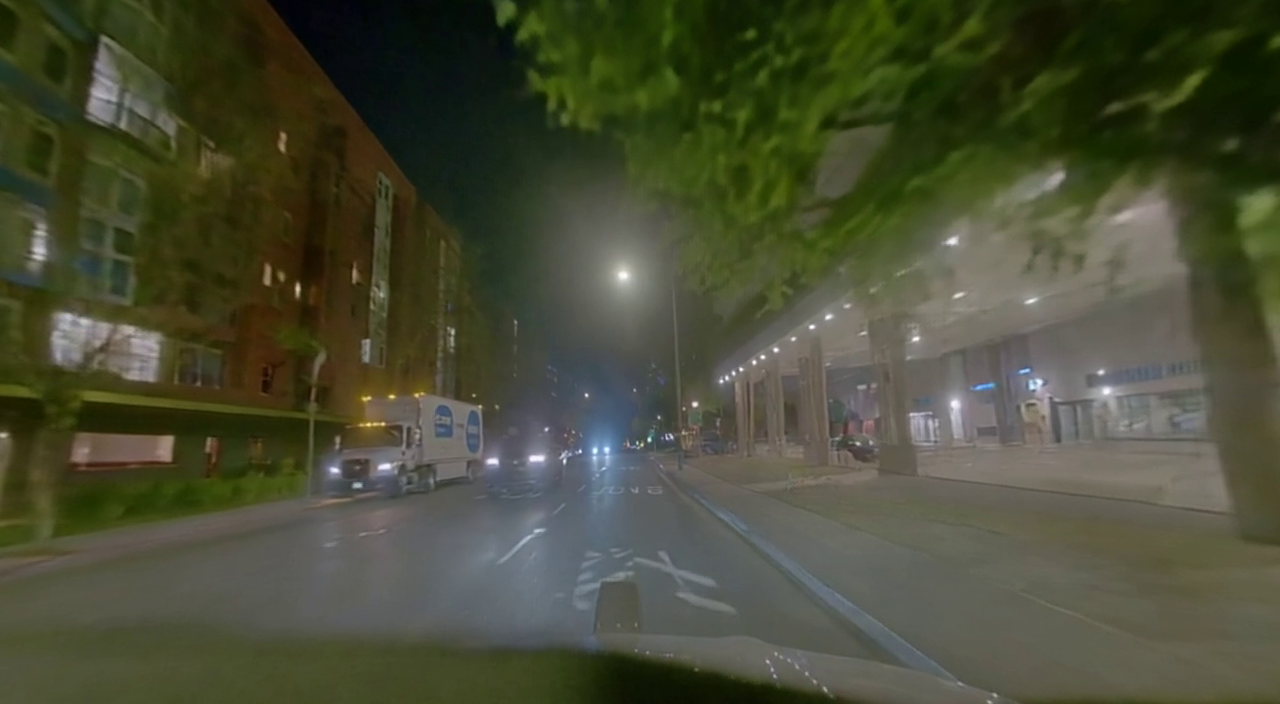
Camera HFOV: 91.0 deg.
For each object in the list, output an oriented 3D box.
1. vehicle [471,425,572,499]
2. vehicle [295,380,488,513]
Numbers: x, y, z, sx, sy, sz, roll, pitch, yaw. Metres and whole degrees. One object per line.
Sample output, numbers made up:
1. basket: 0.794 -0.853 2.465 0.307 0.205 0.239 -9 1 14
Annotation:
1. vehicle: -3.302 3.178 18.573 2.118 1.864 4.640 0 -9 -1
2. vehicle: -9.107 3.517 25.232 2.986 3.768 11.697 -6 -6 -1
